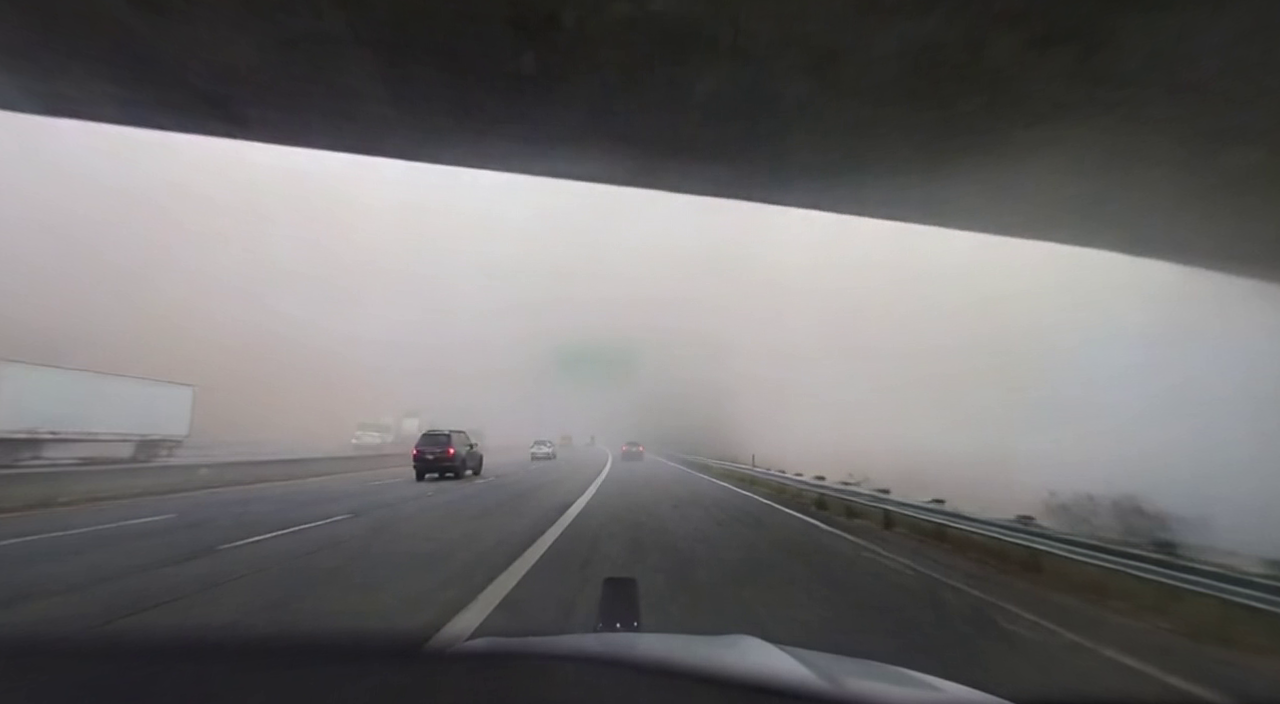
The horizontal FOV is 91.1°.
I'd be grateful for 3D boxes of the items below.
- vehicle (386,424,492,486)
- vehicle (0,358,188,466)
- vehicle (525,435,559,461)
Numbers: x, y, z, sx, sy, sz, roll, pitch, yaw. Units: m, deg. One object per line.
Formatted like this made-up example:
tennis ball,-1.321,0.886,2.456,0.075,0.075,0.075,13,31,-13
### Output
vehicle,-6.893,3.561,22.197,2.188,1.896,4.810,0,-8,0
vehicle,-25.427,2.508,26.037,2.953,3.997,14.370,4,-8,-1
vehicle,-7.559,7.436,49.040,1.956,1.888,4.512,0,-8,-1
